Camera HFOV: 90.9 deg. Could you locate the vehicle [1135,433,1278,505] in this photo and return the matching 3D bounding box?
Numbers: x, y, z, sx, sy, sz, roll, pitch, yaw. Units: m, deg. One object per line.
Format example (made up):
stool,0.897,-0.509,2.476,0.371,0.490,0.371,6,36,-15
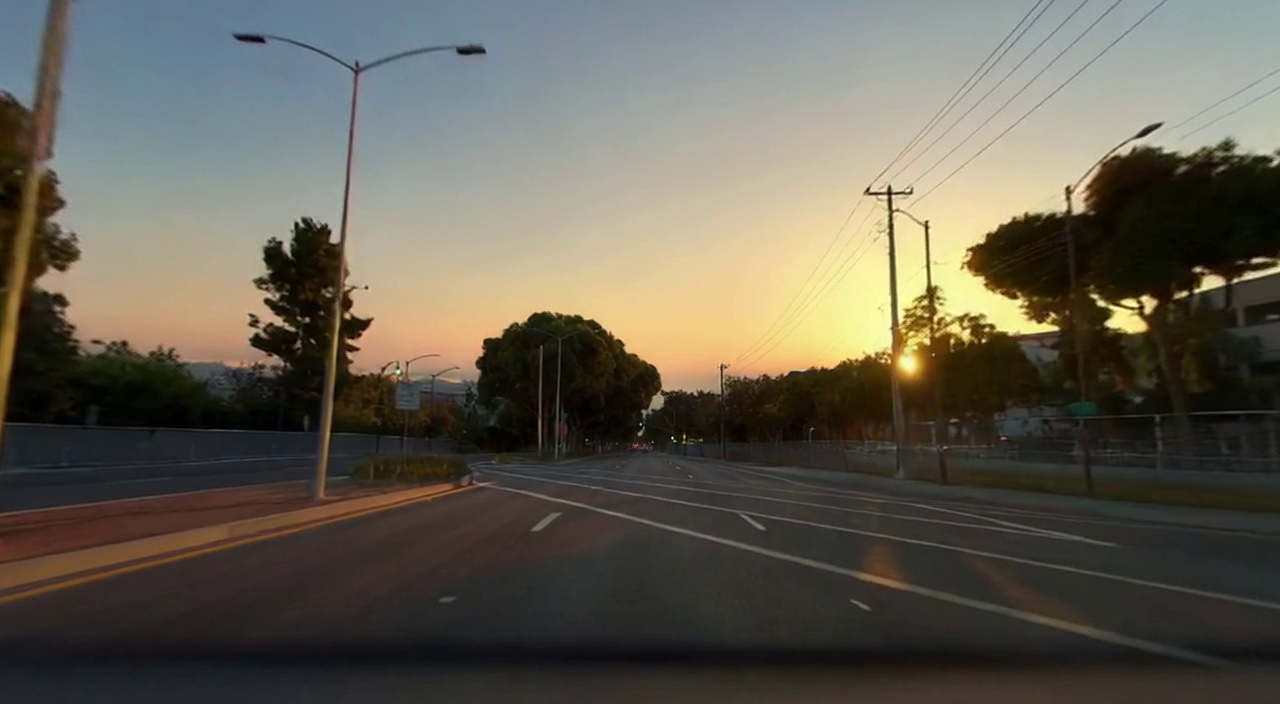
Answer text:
vehicle,15.911,3.254,17.927,1.800,1.840,2.969,-3,-9,17
